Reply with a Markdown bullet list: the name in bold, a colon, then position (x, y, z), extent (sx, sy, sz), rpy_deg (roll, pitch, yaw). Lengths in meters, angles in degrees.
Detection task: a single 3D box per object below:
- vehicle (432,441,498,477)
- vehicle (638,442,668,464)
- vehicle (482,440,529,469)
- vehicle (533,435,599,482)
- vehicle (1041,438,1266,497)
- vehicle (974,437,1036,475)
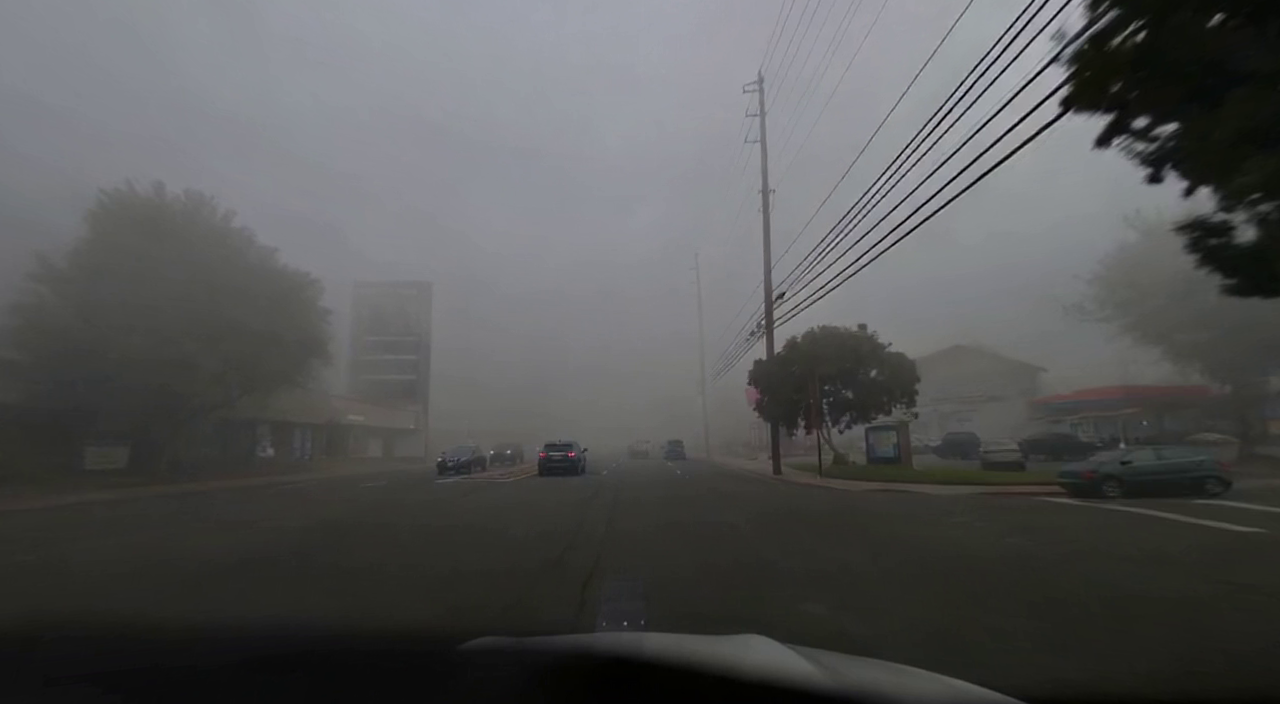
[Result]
- **vehicle**: position (-7.751, 4.779, 28.324), extent (1.760, 1.487, 3.890), rpy_deg (0, -9, 1)
- **vehicle**: position (0.919, 7.111, 44.323), extent (1.978, 1.455, 4.195), rpy_deg (0, -9, 2)
- **vehicle**: position (-7.843, 6.029, 37.153), extent (1.795, 1.607, 4.059), rpy_deg (0, -9, 1)
- **vehicle**: position (-2.783, 4.124, 24.710), extent (2.047, 1.664, 4.148), rpy_deg (0, -9, 1)
- **vehicle**: position (14.162, 3.165, 17.558), extent (4.710, 1.497, 2.116), rpy_deg (1, -9, -9)
- **vehicle**: position (16.594, 4.659, 28.498), extent (2.080, 1.530, 5.079), rpy_deg (-5, -10, 32)
